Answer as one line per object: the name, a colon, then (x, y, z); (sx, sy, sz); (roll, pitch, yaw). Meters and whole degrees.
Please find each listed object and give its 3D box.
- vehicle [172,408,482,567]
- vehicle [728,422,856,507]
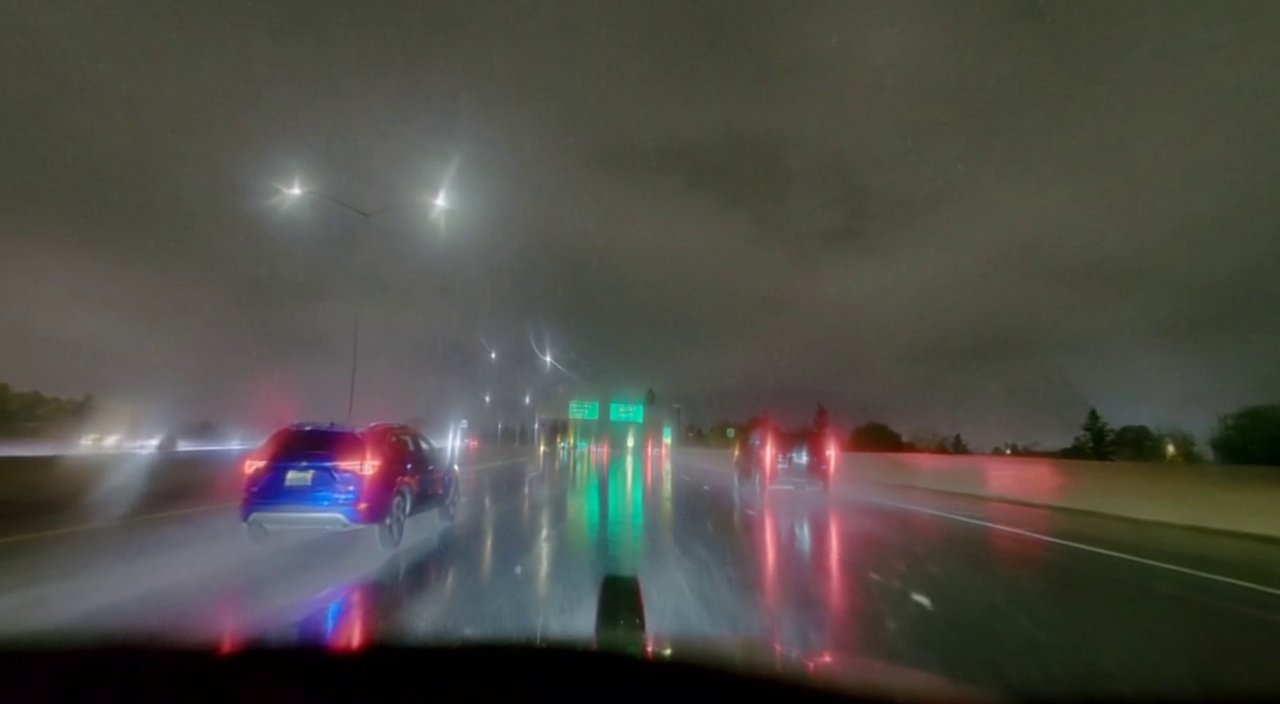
vehicle: (-4.025, 1.840, 9.254); (2.214, 1.743, 4.465); (0, -9, 0)
vehicle: (3.720, 2.866, 16.442); (2.153, 1.860, 4.689); (0, -9, 0)
